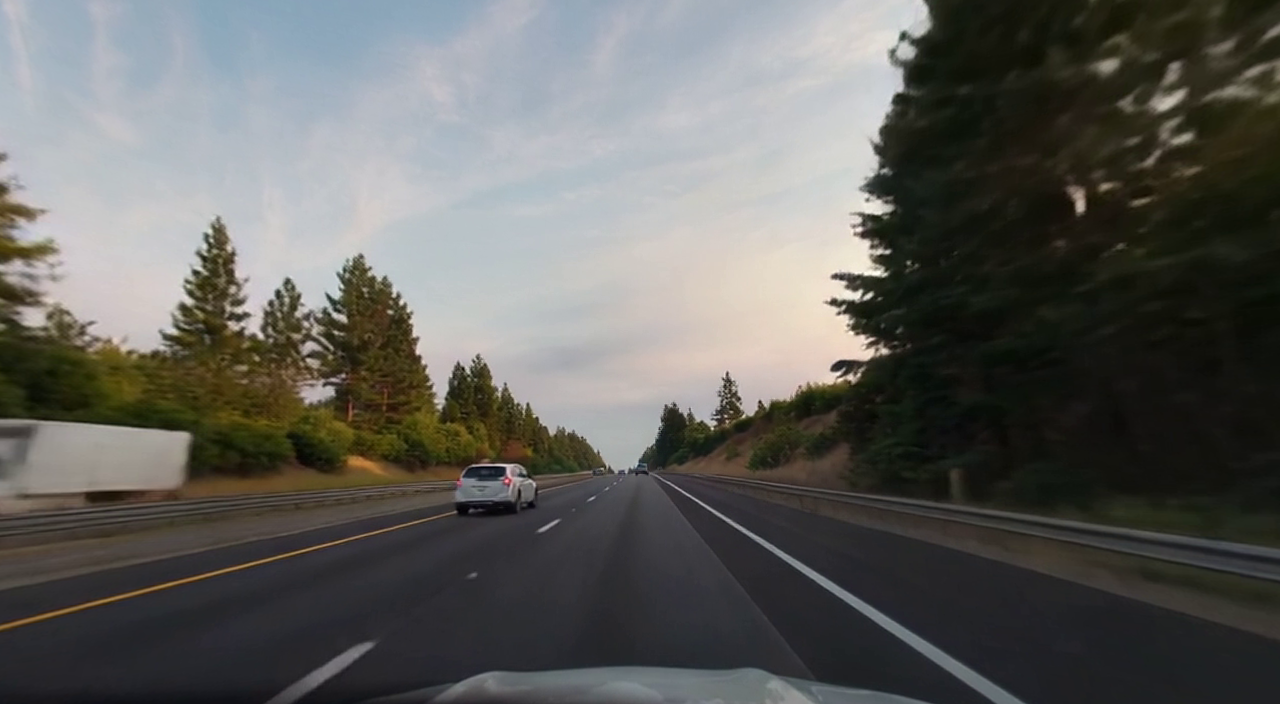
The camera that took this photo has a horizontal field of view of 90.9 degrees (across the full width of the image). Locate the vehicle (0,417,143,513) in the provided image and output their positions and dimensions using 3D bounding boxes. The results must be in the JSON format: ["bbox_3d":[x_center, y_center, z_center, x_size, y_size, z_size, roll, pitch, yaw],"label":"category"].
[{"bbox_3d":[-17.455,3.083,17.233,2.279,2.404,6.482,1,-10,0],"label":"vehicle"}]

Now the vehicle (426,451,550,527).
[{"bbox_3d":[-3.492,3.264,15.361,1.900,1.550,4.146,1,-10,1],"label":"vehicle"}]
